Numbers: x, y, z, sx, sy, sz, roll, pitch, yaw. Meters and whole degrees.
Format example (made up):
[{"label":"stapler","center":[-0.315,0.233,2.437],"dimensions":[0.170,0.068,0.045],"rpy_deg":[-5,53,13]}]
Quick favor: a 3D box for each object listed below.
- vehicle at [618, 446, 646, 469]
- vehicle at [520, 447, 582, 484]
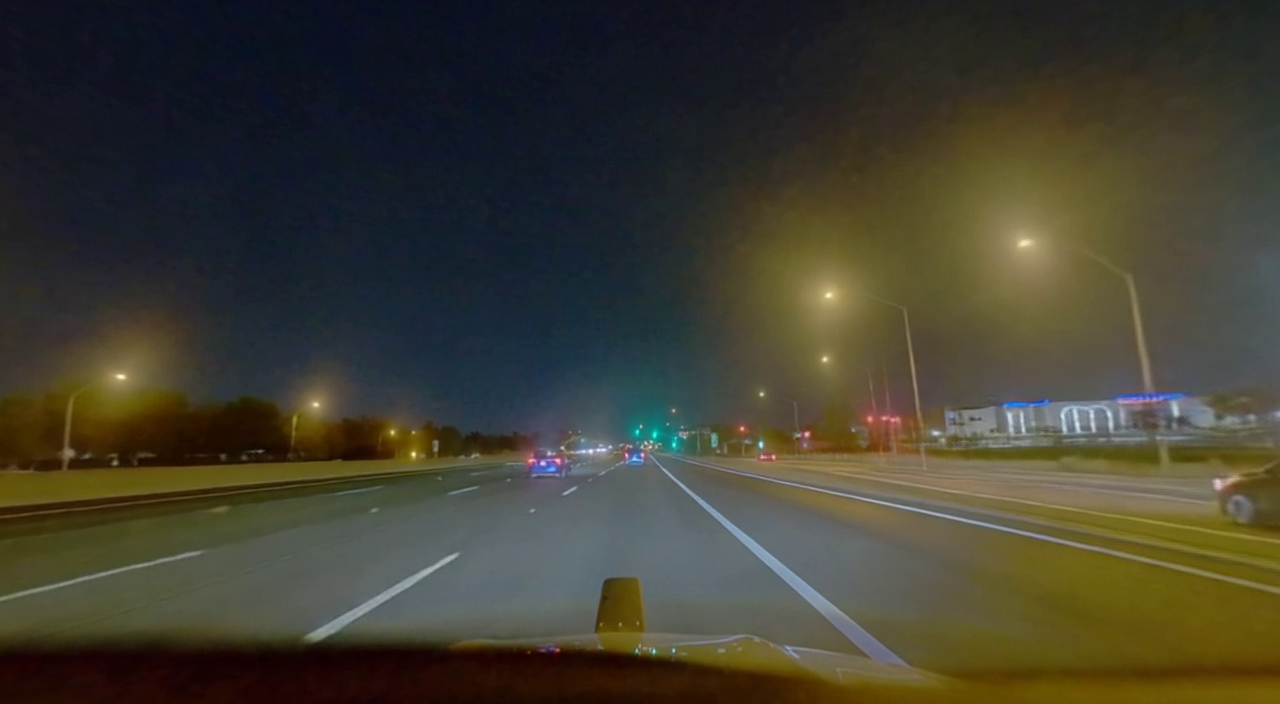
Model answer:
[{"label":"vehicle","center":[-0.582,8.197,49.180],"dimensions":[2.102,1.692,4.057],"rpy_deg":[0,-9,1]},{"label":"vehicle","center":[-3.948,5.090,28.585],"dimensions":[2.071,1.553,4.388],"rpy_deg":[0,-9,1]}]
